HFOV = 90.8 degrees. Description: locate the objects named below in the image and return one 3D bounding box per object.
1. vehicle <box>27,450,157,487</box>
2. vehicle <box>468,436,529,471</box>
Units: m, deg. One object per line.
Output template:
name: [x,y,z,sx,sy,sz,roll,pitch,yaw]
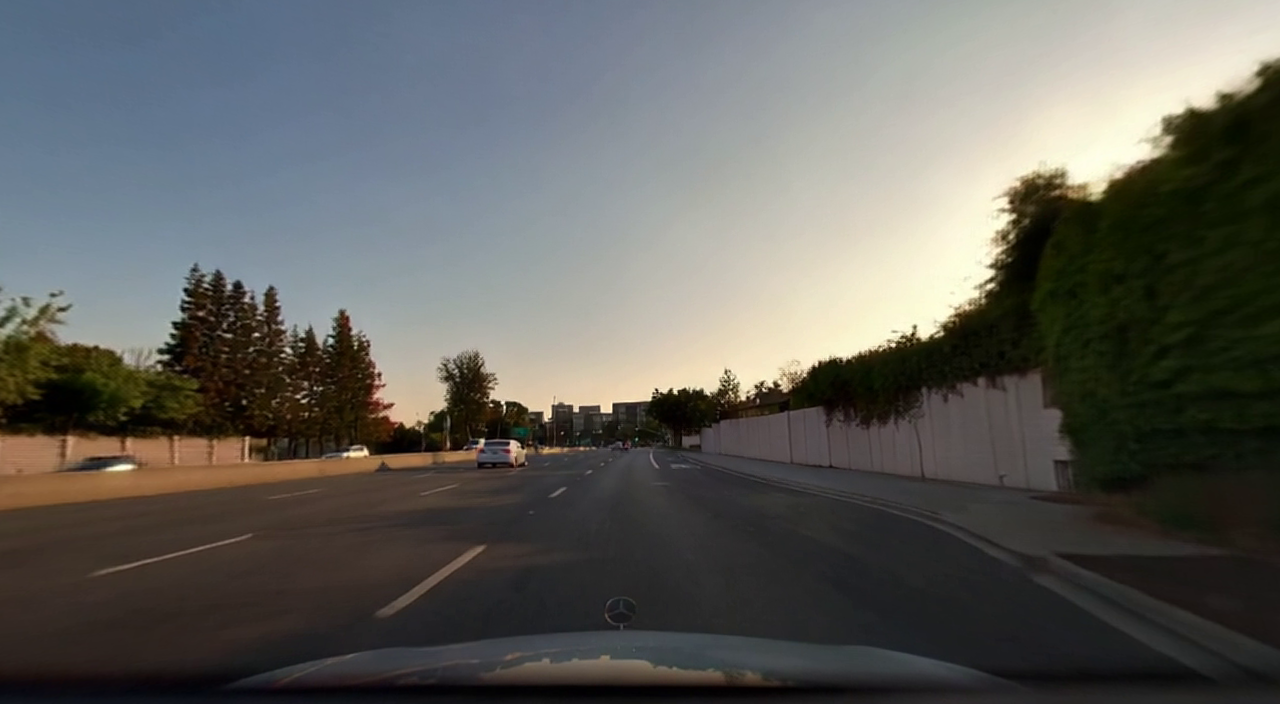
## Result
vehicle: [-25.366,5.381,29.537,1.919,1.514,4.811,0,-9,-3]
vehicle: [-7.470,5.419,33.913,2.115,1.711,4.722,0,-9,1]
